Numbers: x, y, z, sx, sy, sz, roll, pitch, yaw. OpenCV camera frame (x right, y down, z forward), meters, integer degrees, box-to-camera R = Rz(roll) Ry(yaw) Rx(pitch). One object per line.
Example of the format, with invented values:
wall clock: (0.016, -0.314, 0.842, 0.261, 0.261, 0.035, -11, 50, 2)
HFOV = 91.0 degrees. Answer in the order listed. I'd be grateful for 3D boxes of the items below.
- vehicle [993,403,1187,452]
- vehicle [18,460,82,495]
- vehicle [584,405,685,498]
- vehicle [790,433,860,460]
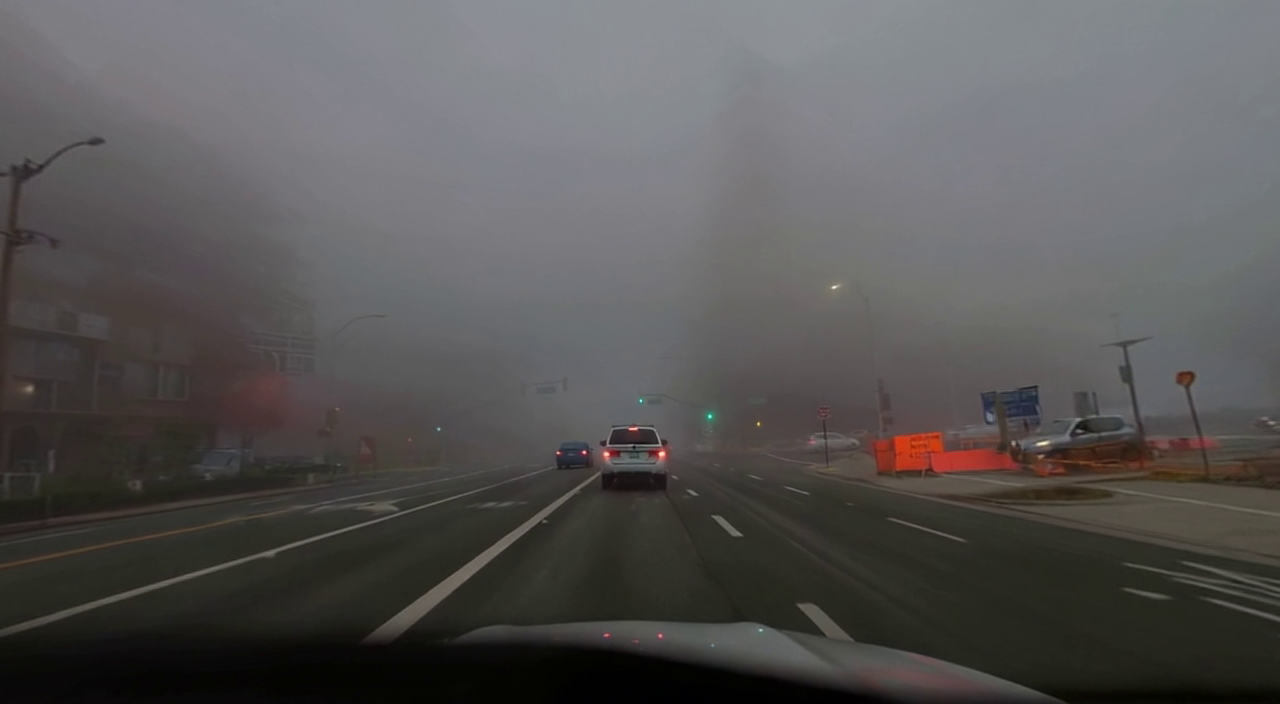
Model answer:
vehicle: (14.858, 2.596, 21.132, 4.986, 1.467, 2.025, -6, -10, 34)
vehicle: (-33.398, 7.041, 35.550, 4.692, 1.720, 1.941, -7, -11, 40)
vehicle: (-0.248, 2.746, 17.600, 2.350, 2.122, 5.801, 0, -9, -2)
vehicle: (11.253, 5.728, 38.109, 4.267, 1.503, 2.145, 8, -12, -44)
